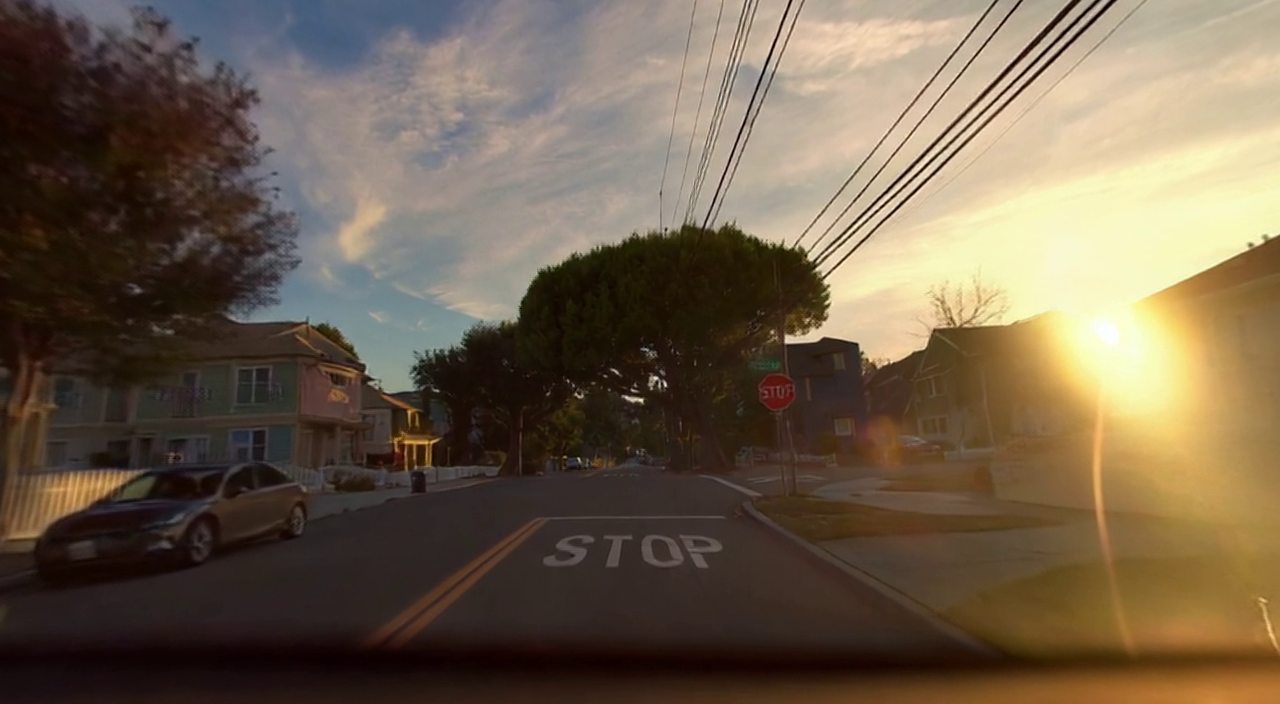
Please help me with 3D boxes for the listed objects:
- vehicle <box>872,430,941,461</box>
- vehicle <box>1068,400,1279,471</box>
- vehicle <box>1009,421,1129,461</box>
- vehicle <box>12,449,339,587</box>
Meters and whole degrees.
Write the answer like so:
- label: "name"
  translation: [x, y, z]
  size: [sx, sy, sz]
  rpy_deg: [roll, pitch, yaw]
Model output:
- label: "vehicle"
  translation: [15.610, 5.525, 37.315]
  size: [2.025, 1.689, 4.342]
  rpy_deg: [0, -9, -2]
- label: "vehicle"
  translation: [16.668, 2.518, 18.867]
  size: [6.022, 1.953, 2.250]
  rpy_deg: [0, -9, 0]
- label: "vehicle"
  translation: [21.166, 4.416, 31.276]
  size: [4.466, 1.769, 2.033]
  rpy_deg: [1, -9, -2]
- label: "vehicle"
  translation: [-6.745, 2.383, 9.916]
  size: [2.026, 1.560, 4.062]
  rpy_deg: [-4, -9, 1]
